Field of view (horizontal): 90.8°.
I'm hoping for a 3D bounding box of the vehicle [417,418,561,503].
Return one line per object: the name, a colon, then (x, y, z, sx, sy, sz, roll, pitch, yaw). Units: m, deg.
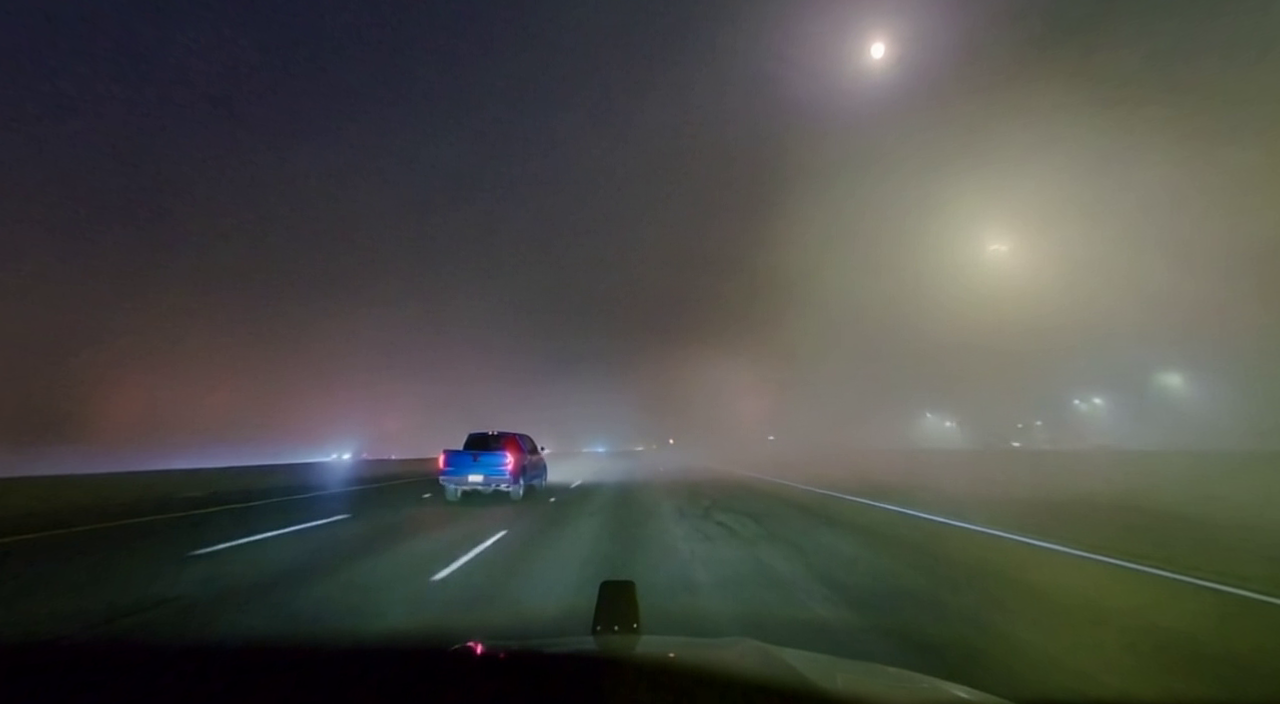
vehicle: (-3.978, 3.027, 18.060, 2.529, 2.003, 5.904, 0, -9, 1)
